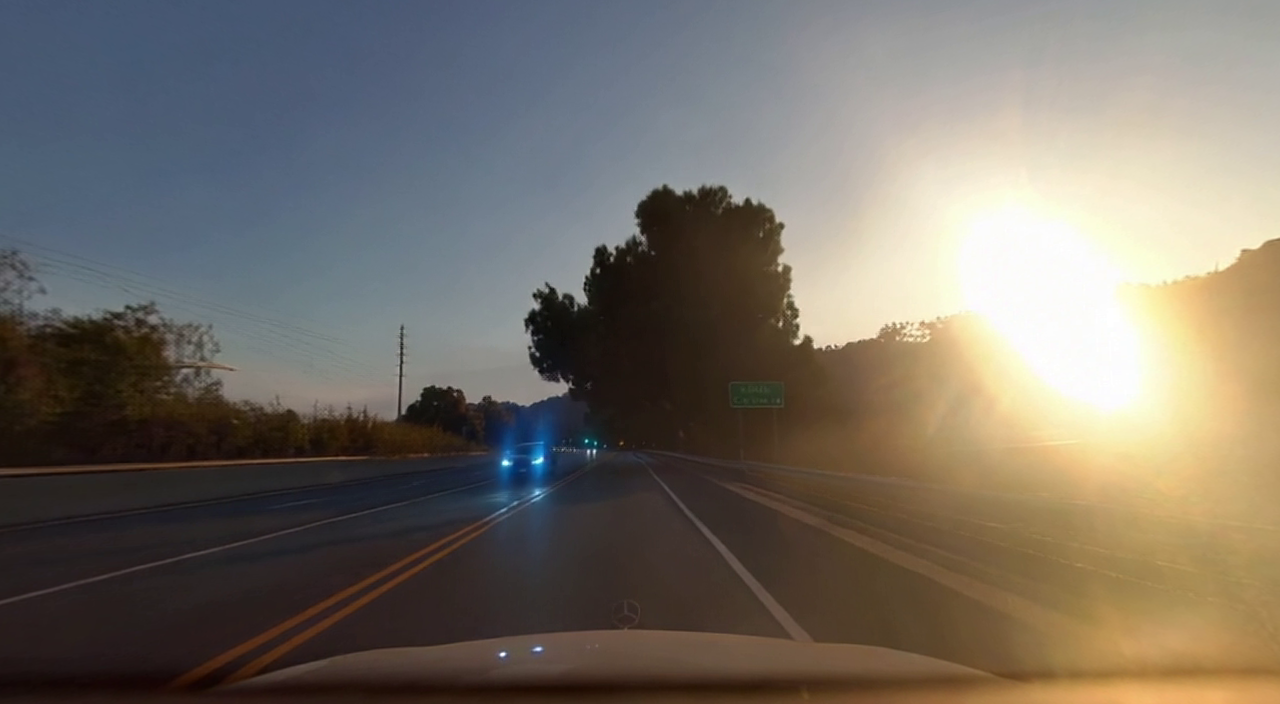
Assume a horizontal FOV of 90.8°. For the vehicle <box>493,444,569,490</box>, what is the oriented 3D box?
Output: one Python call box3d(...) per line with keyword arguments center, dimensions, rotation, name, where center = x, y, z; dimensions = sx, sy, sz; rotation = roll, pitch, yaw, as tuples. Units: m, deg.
box3d(center=(-3.887, 4.156, 23.124), dimensions=(1.722, 1.523, 3.736), rotation=(-1, -9, 7), name="vehicle")
